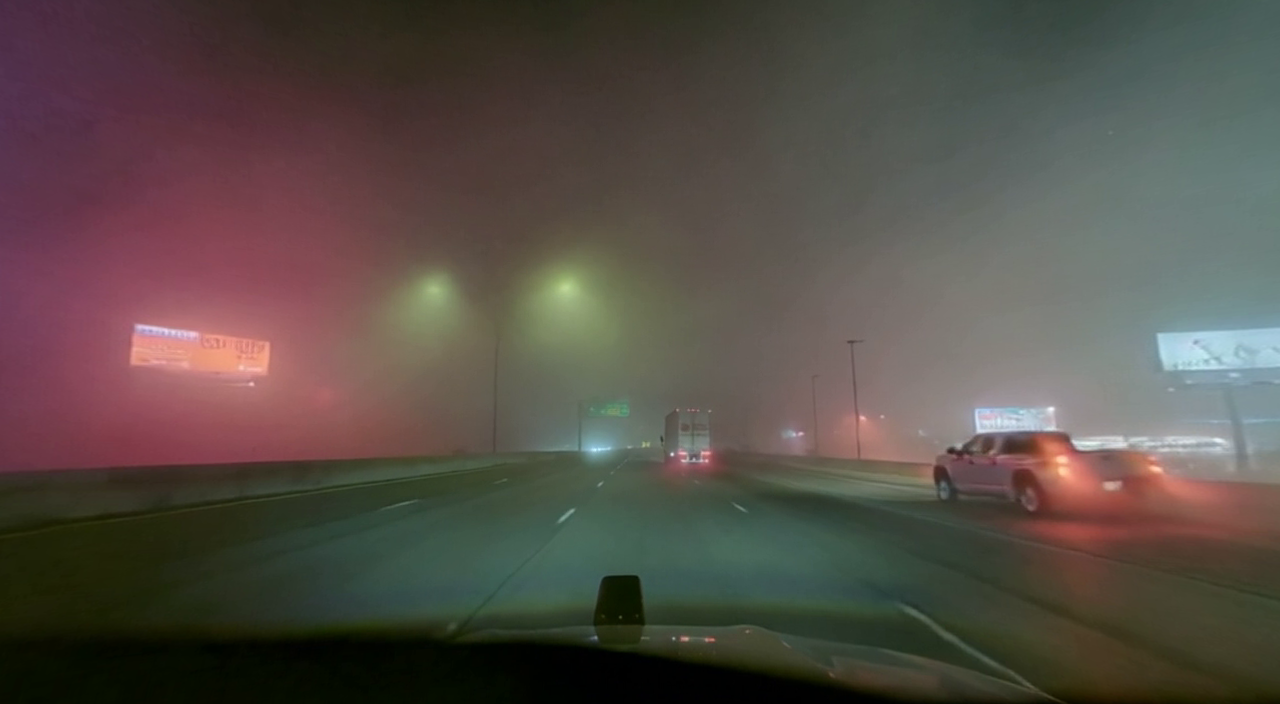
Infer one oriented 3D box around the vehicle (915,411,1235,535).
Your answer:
[{"bbox_3d":[8.062,2.331,12.663,2.544,1.947,5.288,0,-9,-1],"label":"vehicle"}]
